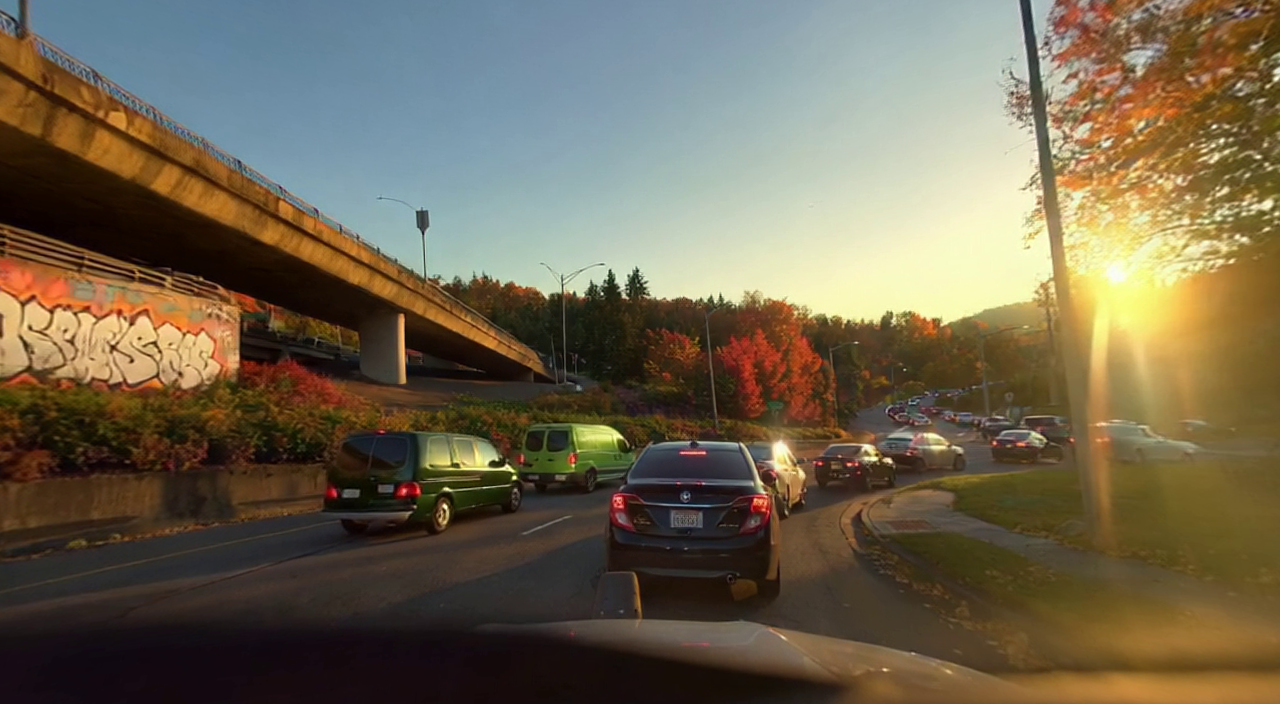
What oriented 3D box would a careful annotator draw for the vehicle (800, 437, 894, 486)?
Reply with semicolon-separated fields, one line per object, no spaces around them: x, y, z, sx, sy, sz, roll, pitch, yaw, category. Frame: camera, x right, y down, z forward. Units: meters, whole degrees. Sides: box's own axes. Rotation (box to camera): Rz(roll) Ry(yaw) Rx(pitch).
6.940;3.577;20.746;1.780;1.446;3.902;-7;-11;35;vehicle

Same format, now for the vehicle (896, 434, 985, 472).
12.865;4.287;26.723;3.934;1.485;1.763;7;-11;-38;vehicle

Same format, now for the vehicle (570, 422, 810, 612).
0.843;1.663;7.197;2.064;1.515;3.722;-3;-9;15;vehicle

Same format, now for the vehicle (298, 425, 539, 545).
-3.332;2.087;10.448;1.921;1.554;4.081;-2;-9;11;vehicle
